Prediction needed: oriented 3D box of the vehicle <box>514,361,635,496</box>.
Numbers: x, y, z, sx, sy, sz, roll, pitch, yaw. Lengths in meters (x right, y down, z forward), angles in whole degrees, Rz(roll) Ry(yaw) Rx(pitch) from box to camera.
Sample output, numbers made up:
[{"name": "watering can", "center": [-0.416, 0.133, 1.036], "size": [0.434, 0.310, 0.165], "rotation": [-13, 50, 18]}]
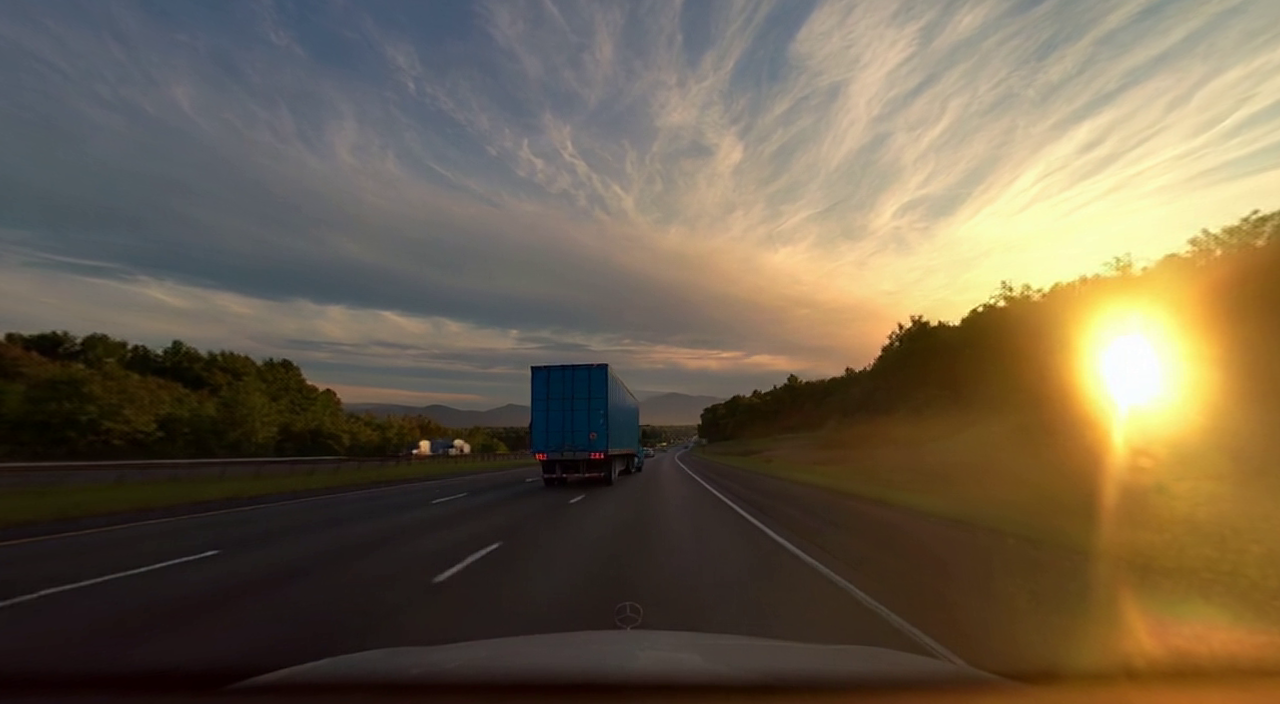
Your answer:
[{"name": "vehicle", "center": [-2.051, 3.433, 26.535], "size": [2.851, 4.098, 14.436], "rotation": [0, -9, 3]}]
